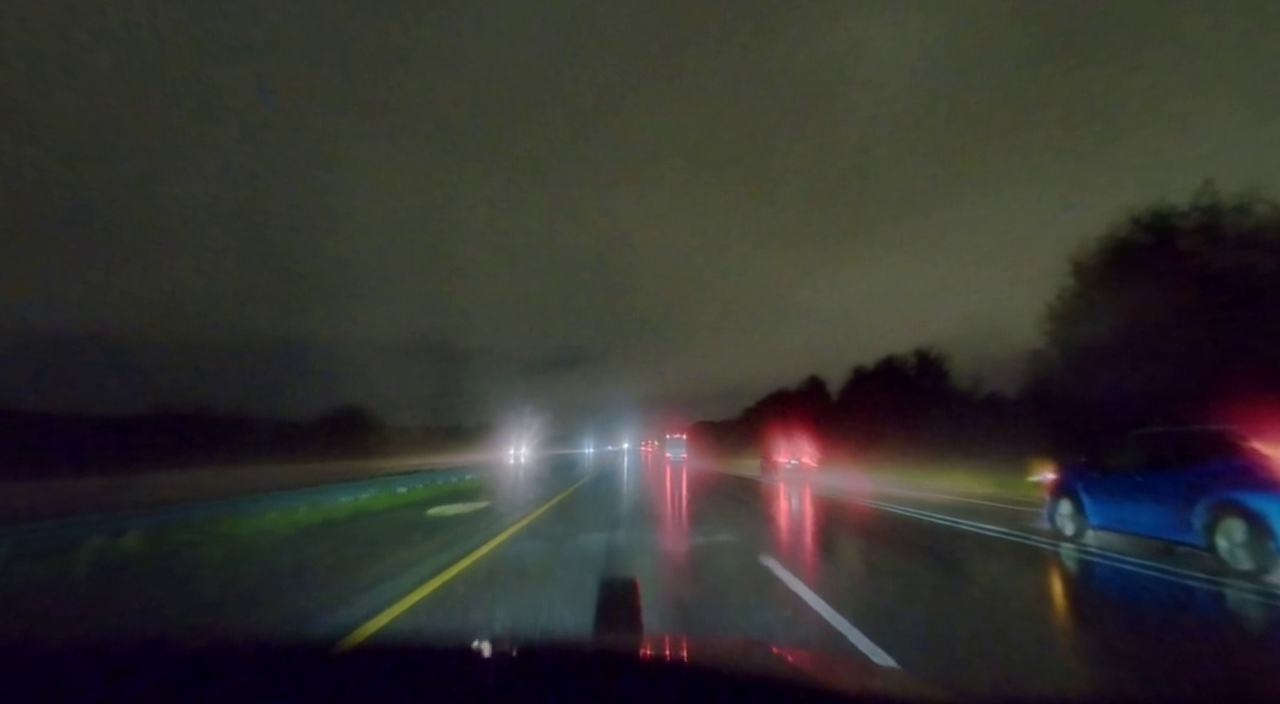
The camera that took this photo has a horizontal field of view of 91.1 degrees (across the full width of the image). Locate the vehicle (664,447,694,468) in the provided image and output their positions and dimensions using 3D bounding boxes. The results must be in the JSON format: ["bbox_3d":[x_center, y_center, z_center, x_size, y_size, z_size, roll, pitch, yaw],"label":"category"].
[{"bbox_3d":[2.842,7.721,46.131,1.836,1.459,3.766,0,-9,-2],"label":"vehicle"}]
